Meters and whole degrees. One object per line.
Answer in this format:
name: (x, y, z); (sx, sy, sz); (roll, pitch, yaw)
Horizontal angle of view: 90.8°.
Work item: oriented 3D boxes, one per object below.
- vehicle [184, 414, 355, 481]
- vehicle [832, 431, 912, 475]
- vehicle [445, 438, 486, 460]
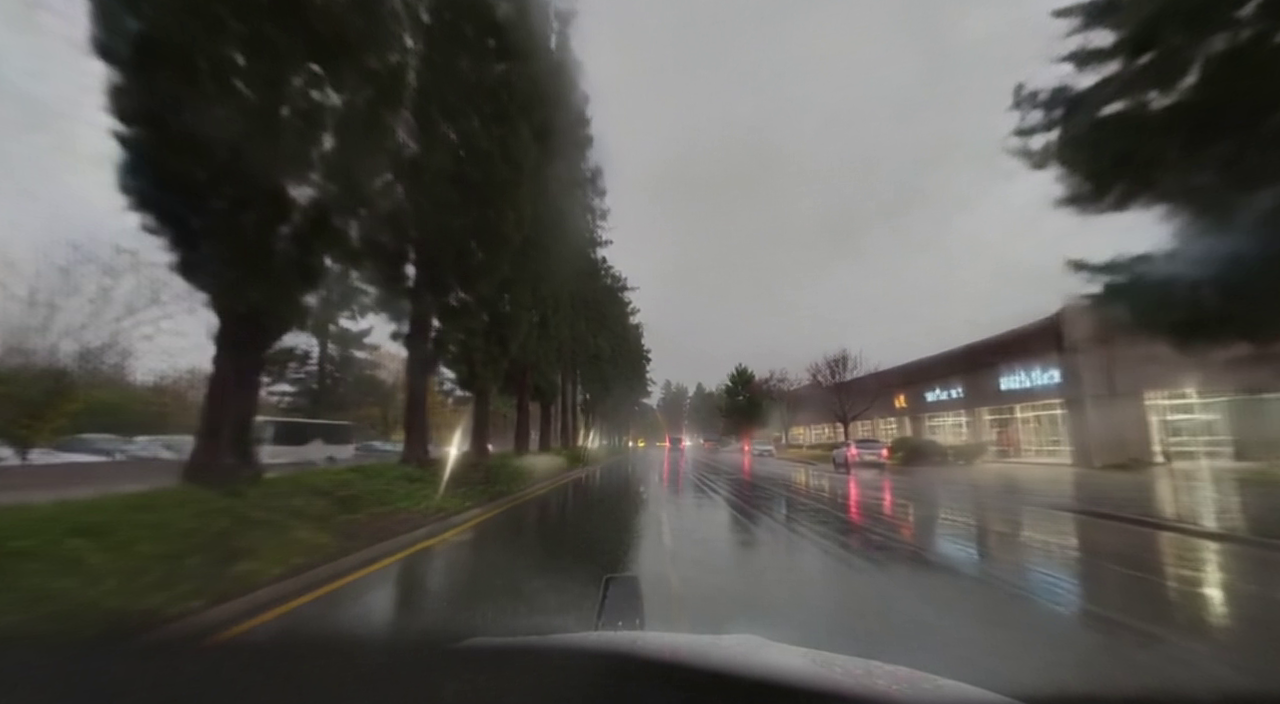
vehicle: (-14.516, 3.855, 25.569); (2.626, 2.310, 6.781); (0, -8, 2)
vehicle: (11.232, 4.943, 31.008); (2.264, 1.958, 5.135); (-1, -9, 4)
vehicle: (-13.017, 7.258, 47.368); (1.802, 1.535, 4.031); (0, -9, 1)
